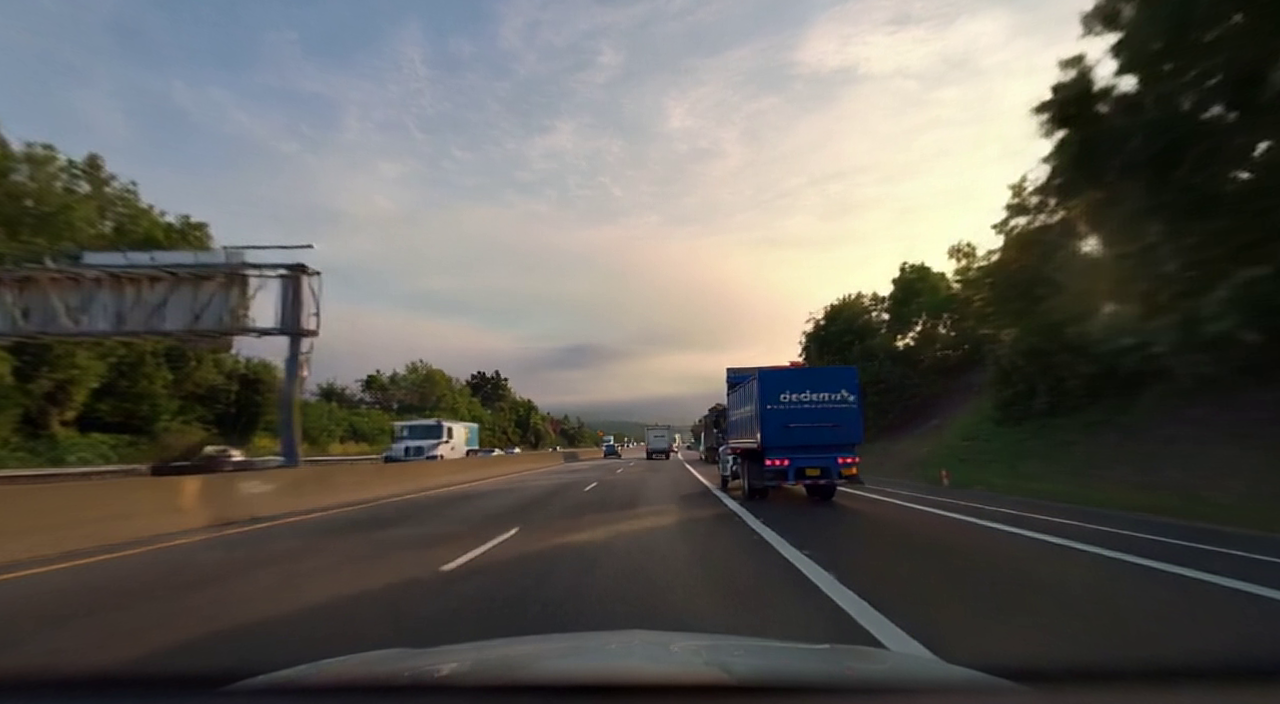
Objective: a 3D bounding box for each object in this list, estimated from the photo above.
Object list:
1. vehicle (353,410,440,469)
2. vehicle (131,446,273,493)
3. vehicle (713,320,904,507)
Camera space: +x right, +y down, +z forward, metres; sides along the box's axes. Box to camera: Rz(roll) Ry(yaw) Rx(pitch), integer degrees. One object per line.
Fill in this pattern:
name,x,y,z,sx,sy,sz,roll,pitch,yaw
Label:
vehicle,-15.816,5.754,41.432,3.037,3.540,6.335,0,-7,1
vehicle,-16.575,4.418,24.169,1.980,1.538,4.622,-1,-8,3
vehicle,4.027,1.907,18.005,2.920,3.860,10.035,0,-8,2
